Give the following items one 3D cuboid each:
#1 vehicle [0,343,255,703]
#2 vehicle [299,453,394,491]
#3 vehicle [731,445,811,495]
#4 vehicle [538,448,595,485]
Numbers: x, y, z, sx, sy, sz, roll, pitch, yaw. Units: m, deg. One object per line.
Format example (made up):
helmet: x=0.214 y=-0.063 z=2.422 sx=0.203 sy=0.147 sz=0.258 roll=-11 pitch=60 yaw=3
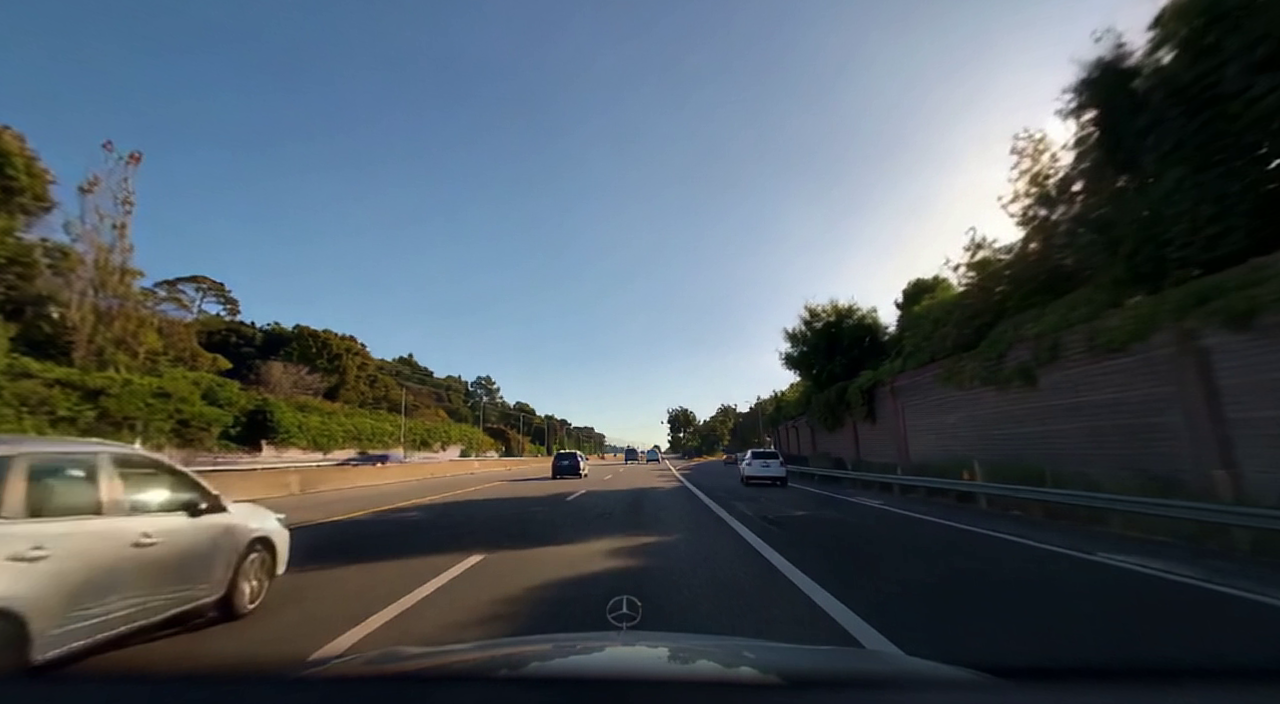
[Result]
vehicle: x=-3.564 y=0.712 z=1.704 sx=2.263 sy=1.696 sz=4.321 roll=0 pitch=-9 yaw=0
vehicle: x=-12.639 y=5.162 z=27.493 sx=1.979 sy=1.476 sz=4.417 roll=0 pitch=-9 yaw=1
vehicle: x=4.488 y=4.113 z=22.288 sx=2.020 sy=1.548 sz=4.715 roll=0 pitch=-9 yaw=3
vehicle: x=-3.227 y=5.117 z=28.443 sx=1.997 sy=1.540 sz=3.906 roll=0 pitch=-9 yaw=2
